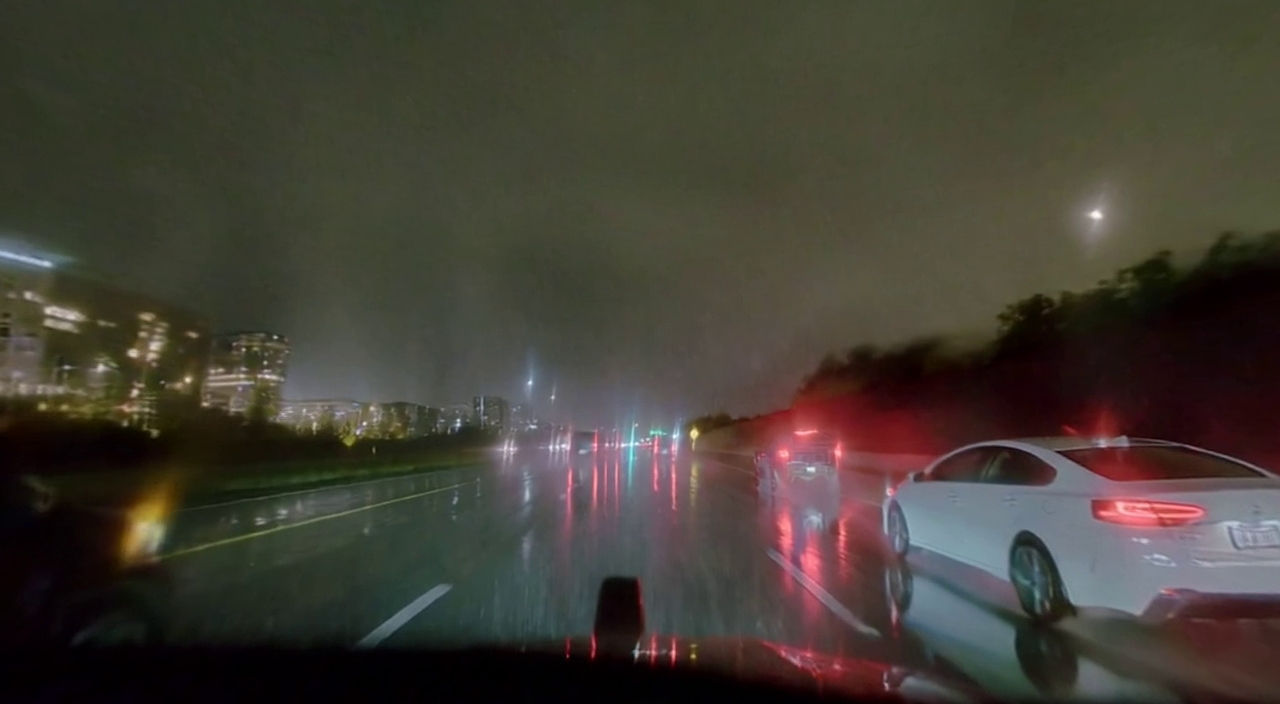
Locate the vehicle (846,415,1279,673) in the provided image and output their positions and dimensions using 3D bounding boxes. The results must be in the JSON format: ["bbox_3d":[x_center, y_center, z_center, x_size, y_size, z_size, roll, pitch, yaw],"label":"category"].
[{"bbox_3d":[3.905,1.528,6.288,2.047,1.532,4.884,0,-9,0],"label":"vehicle"}]

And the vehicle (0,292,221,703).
[{"bbox_3d":[-3.598,0.453,0.739,2.285,1.853,5.564,0,-9,1],"label":"vehicle"}]

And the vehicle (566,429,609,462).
[{"bbox_3d":[-3.798,6.926,46.623,2.496,2.203,6.317,0,-9,1],"label":"vehicle"}]
